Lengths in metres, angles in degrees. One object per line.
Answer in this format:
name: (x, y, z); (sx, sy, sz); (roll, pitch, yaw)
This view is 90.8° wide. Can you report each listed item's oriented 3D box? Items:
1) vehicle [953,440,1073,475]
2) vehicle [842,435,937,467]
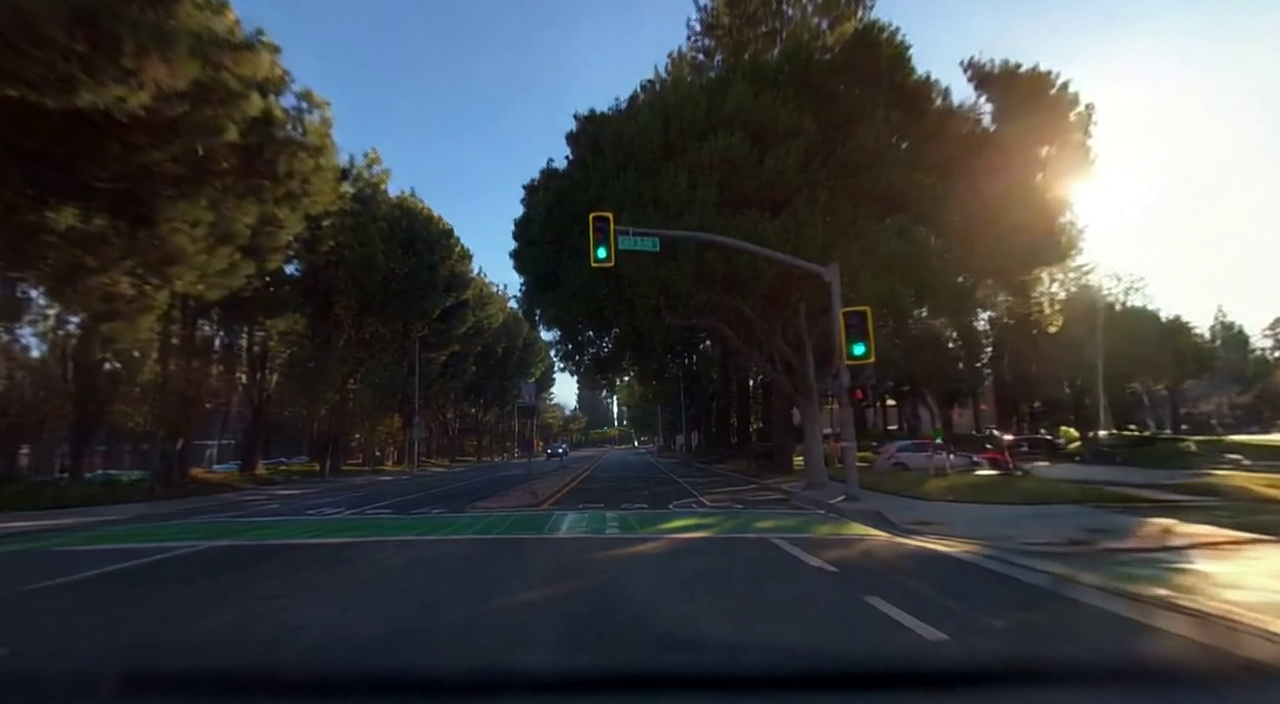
vehicle: (15.573, 4.412, 26.526); (3.914, 1.415, 1.626); (0, -9, 3)
vehicle: (14.506, 5.806, 36.951); (4.725, 1.716, 2.003); (0, -11, 5)
